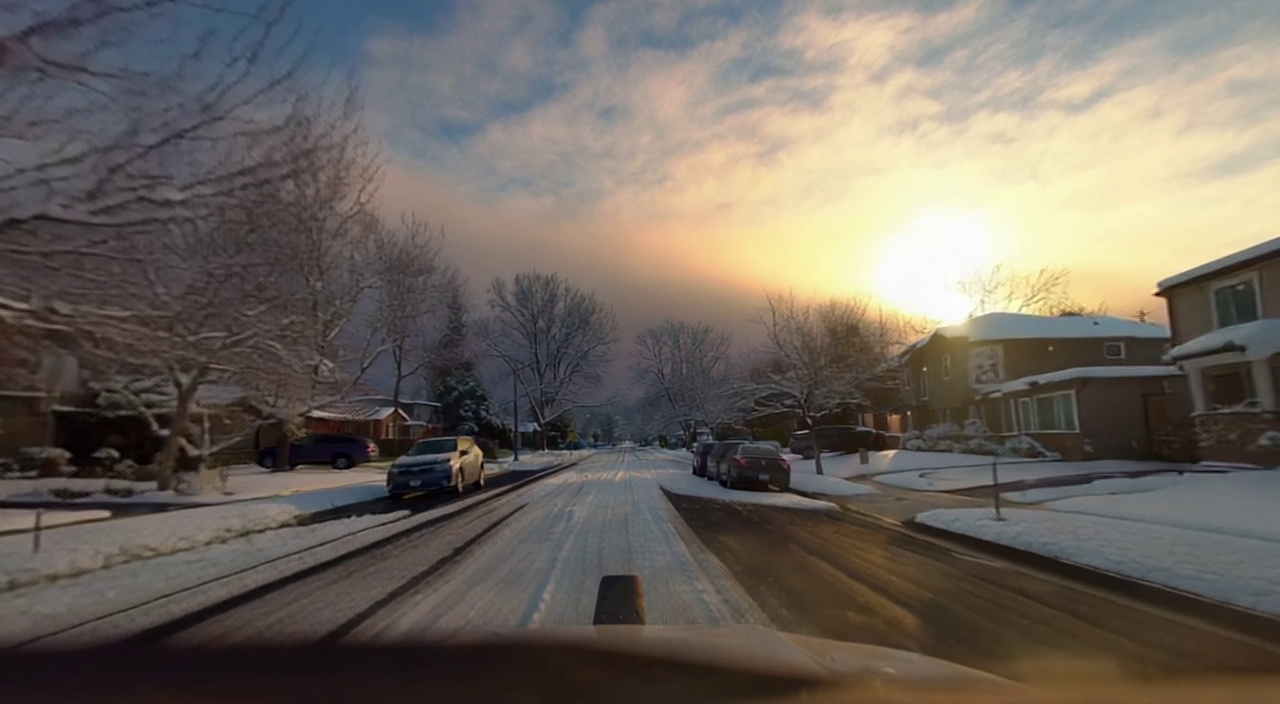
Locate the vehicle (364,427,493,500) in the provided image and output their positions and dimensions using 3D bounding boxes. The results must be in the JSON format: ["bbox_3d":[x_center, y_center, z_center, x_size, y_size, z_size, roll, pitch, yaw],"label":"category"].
[{"bbox_3d":[-6.422,3.486,20.101,2.322,1.949,5.695,-1,-9,-2],"label":"vehicle"}]

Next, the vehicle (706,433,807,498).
[{"bbox_3d":[3.392,3.405,19.385,2.033,1.730,4.554,0,-9,-2],"label":"vehicle"}]

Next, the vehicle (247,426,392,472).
[{"bbox_3d":[-13.598,4.153,27.086,5.024,1.903,2.102,0,-9,1],"label":"vehicle"}]
